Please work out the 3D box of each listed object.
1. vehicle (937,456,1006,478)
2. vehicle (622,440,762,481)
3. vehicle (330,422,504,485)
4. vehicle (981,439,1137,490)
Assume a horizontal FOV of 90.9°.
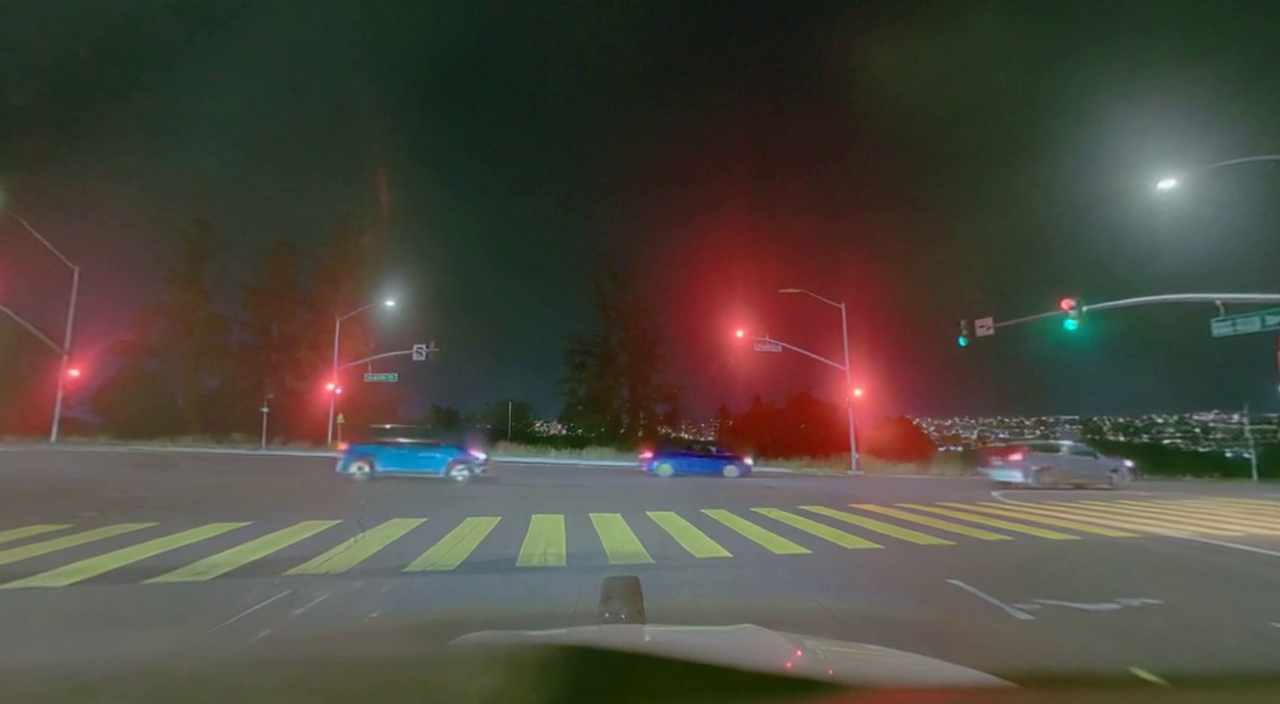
[{"bbox_3d":[24.222,8.403,46.056,4.431,1.464,1.812,3,-9,-19],"label":"vehicle"},{"bbox_3d":[2.052,4.280,25.166,5.203,1.488,1.907,2,-9,-17],"label":"vehicle"},{"bbox_3d":[-6.564,3.016,18.931,4.626,1.710,1.891,2,-9,-17],"label":"vehicle"},{"bbox_3d":[14.986,3.996,22.570,5.014,1.675,1.906,4,-9,-19],"label":"vehicle"}]
